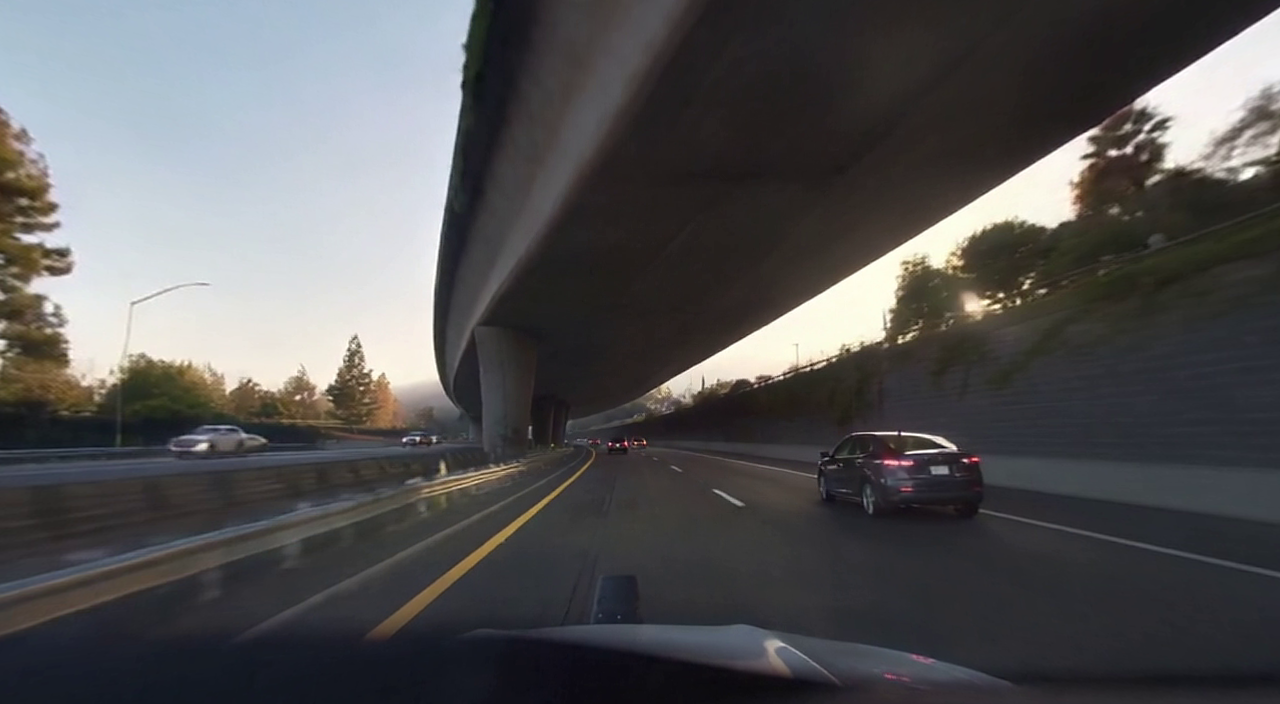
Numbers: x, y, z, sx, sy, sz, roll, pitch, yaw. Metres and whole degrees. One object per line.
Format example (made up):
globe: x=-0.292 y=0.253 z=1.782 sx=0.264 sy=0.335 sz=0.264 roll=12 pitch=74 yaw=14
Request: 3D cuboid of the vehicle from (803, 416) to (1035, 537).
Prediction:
vehicle: x=4.030 y=1.834 z=9.858 sx=1.852 sy=1.513 sz=3.652 roll=0 pitch=-8 yaw=-2

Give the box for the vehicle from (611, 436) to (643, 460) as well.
vehicle: x=-0.917 y=6.393 z=42.095 sx=1.998 sy=1.512 sz=3.735 roll=0 pitch=-8 yaw=-3
